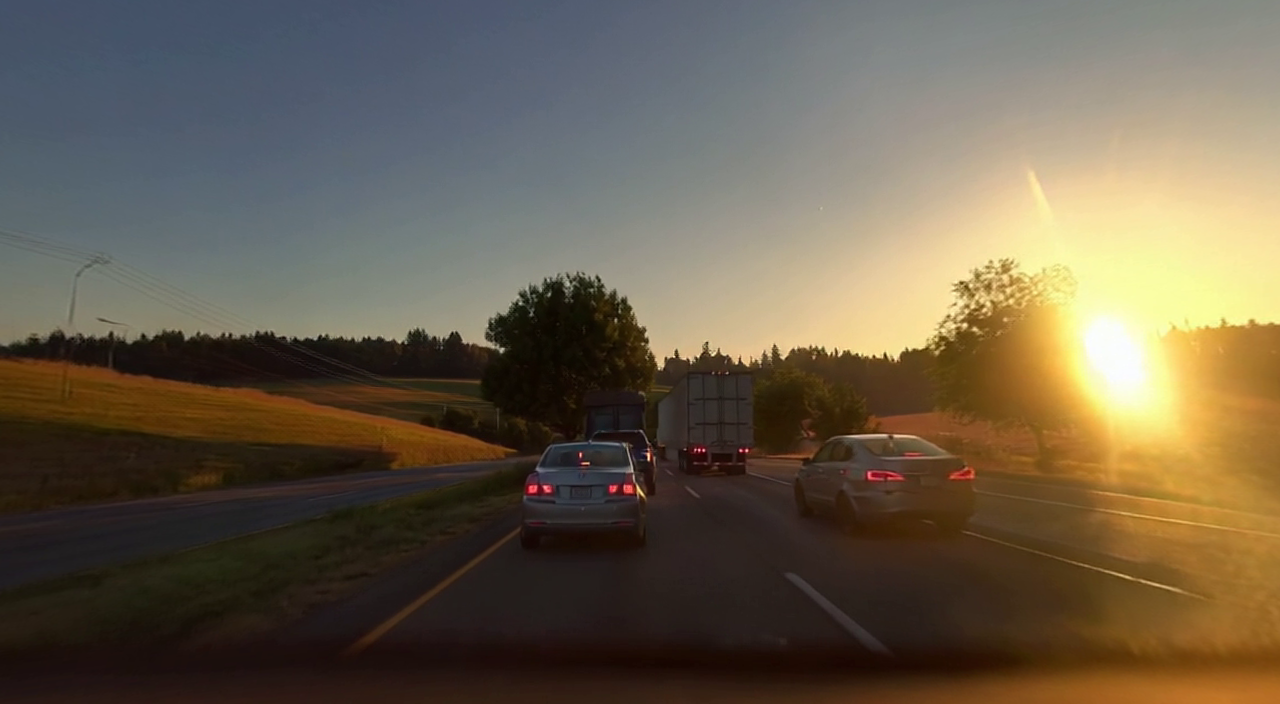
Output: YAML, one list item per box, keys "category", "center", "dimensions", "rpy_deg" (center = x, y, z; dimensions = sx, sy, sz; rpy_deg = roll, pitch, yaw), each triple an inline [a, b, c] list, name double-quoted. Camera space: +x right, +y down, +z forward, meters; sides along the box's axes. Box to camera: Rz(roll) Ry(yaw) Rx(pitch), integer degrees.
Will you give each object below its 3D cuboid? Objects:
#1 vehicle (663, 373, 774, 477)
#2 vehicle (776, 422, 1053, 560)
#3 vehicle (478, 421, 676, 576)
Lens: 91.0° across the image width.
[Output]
- category: "vehicle"
  center: [3.529, 4.162, 34.315]
  dimensions: [3.591, 4.290, 16.696]
  rpy_deg: [0, -8, -1]
- category: "vehicle"
  center: [3.566, 1.885, 9.395]
  dimensions: [1.960, 1.515, 4.713]
  rpy_deg: [0, -8, -1]
- category: "vehicle"
  center: [-0.703, 1.791, 8.505]
  dimensions: [2.009, 1.554, 4.013]
  rpy_deg: [0, -8, -2]
